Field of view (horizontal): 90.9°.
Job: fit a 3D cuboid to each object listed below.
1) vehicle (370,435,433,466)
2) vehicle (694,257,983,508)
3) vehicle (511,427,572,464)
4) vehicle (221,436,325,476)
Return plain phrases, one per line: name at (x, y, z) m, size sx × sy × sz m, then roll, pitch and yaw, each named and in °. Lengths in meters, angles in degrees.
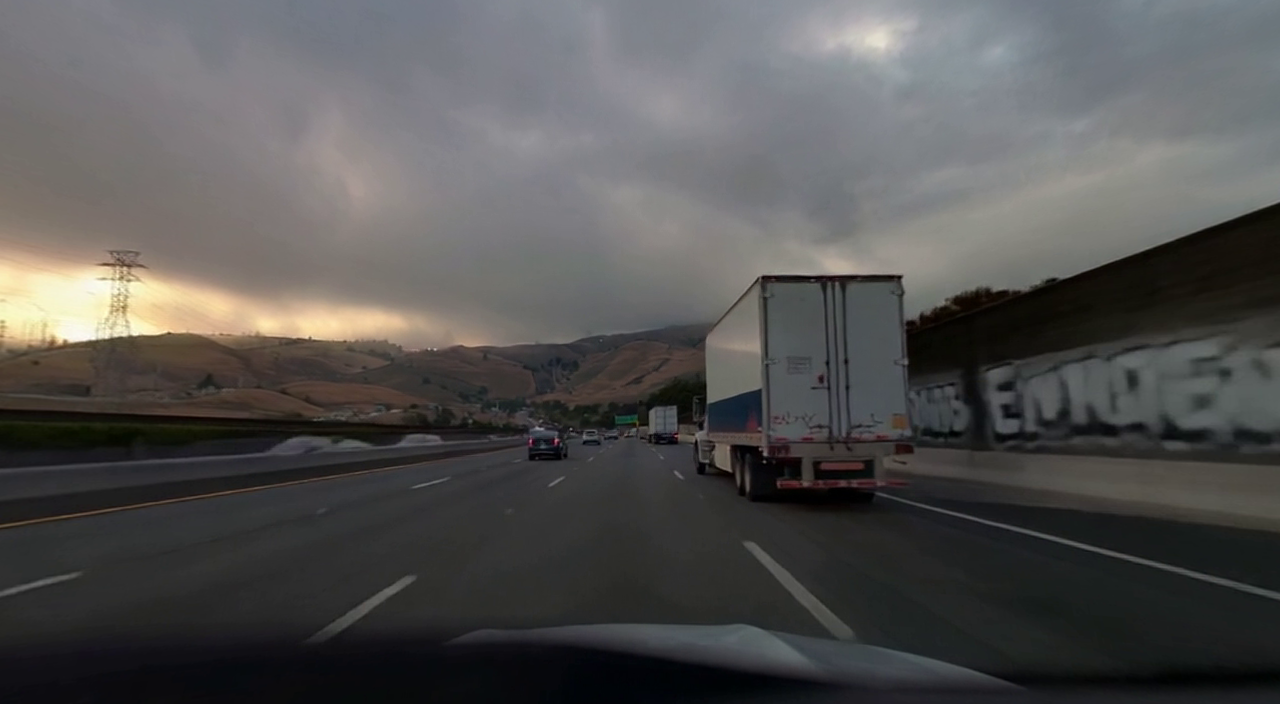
vehicle at (-11.874, 4.873, 31.592) m, size 1.686 × 1.445 × 3.641 m, roll 0°, pitch -7°, yaw 0°
vehicle at (3.475, 1.131, 15.166) m, size 3.060 × 3.842 × 11.095 m, roll 0°, pitch -7°, yaw -1°
vehicle at (-4.260, 4.108, 27.941) m, size 1.965 × 1.486 × 4.448 m, roll 0°, pitch -7°, yaw 0°
vehicle at (-15.474, 4.363, 26.867) m, size 1.927 × 1.539 × 4.149 m, roll 0°, pitch -7°, yaw 0°
